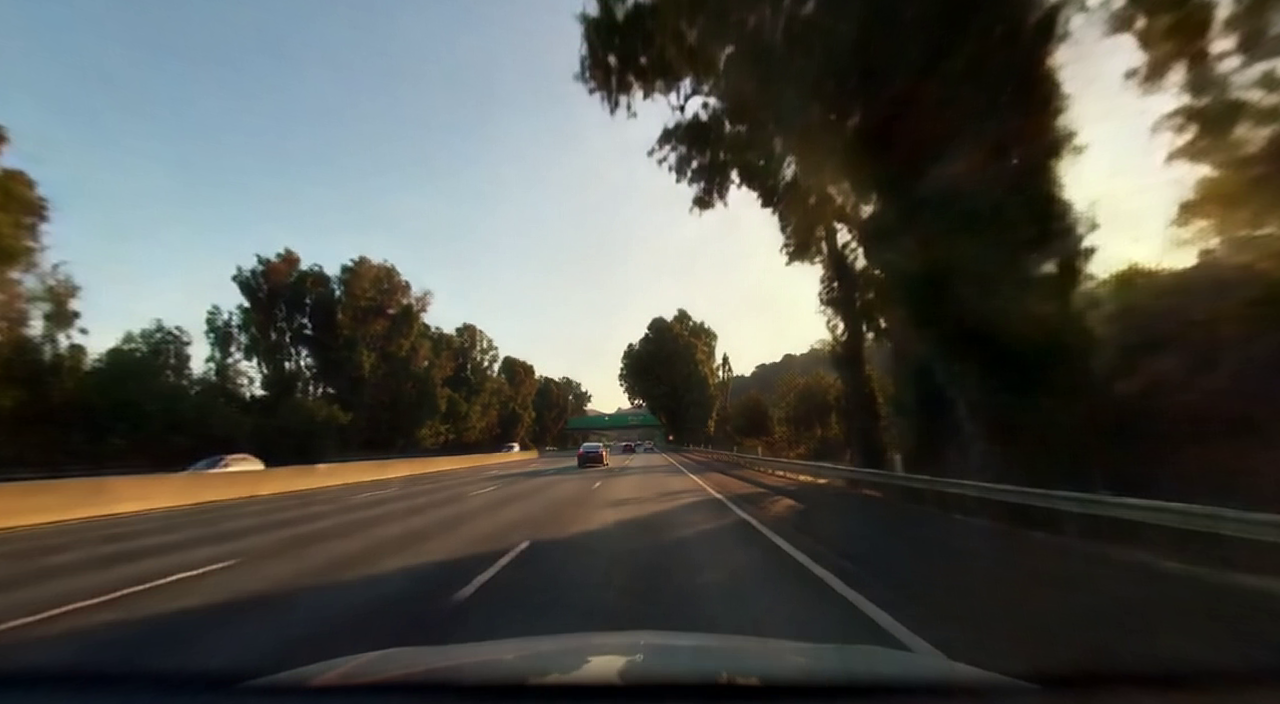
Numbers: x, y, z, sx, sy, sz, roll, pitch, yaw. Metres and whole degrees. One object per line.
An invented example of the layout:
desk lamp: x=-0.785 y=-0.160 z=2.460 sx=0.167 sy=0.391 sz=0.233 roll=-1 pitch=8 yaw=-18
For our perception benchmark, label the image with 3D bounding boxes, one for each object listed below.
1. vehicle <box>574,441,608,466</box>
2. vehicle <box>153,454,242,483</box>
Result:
vehicle: x=-3.330 y=6.939 z=43.399 sx=1.993 sy=1.589 sz=3.898 roll=0 pitch=-8 yaw=1
vehicle: x=-25.302 y=6.652 z=36.304 sx=1.764 sy=1.473 sz=4.547 roll=0 pitch=-8 yaw=1
